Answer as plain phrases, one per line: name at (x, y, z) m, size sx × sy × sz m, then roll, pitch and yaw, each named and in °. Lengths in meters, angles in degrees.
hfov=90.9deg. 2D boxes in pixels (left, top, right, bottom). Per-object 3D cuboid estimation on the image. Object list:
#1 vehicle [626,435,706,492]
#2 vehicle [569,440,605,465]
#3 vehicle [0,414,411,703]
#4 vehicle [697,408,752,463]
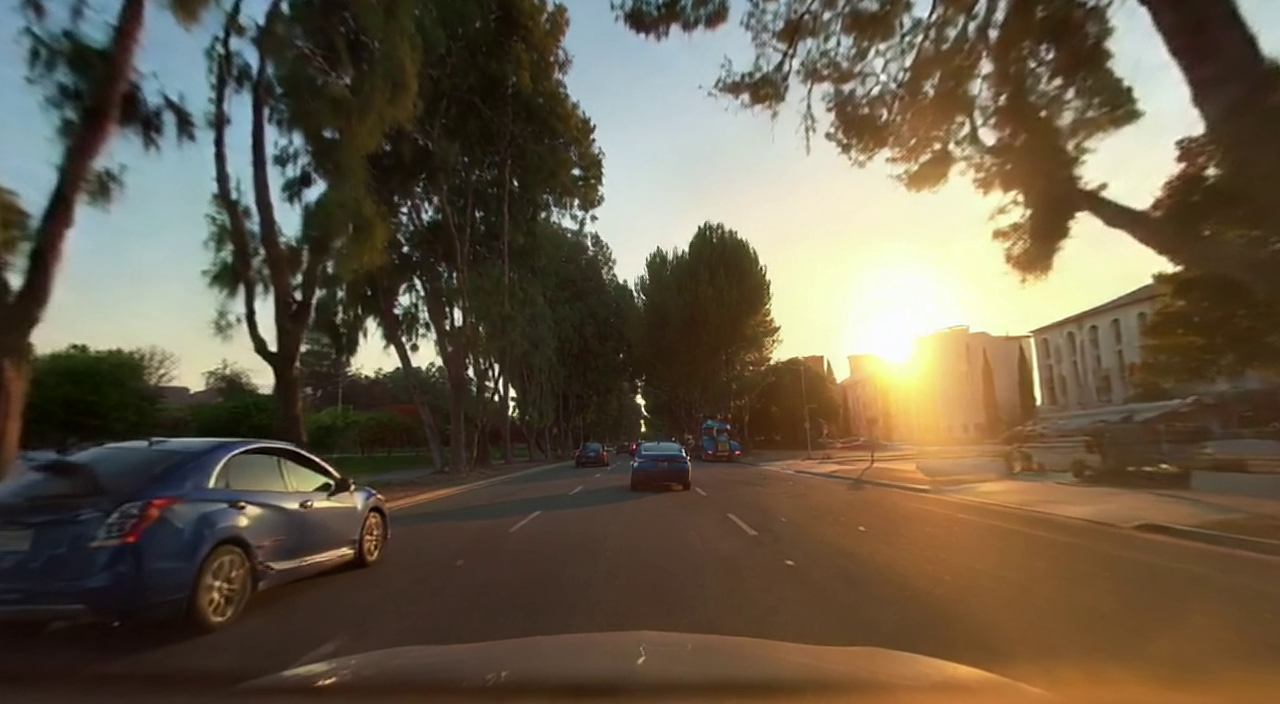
vehicle at (0.646, 3.218, 18.491) m, size 2.086 × 1.466 × 4.026 m, roll 0°, pitch -8°, yaw -1°
vehicle at (-3.630, 6.953, 43.911) m, size 2.062 × 1.641 × 4.193 m, roll 0°, pitch -8°, yaw 1°
vehicle at (-3.994, 1.433, 5.670) m, size 2.003 × 1.507 × 4.808 m, roll 0°, pitch -8°, yaw 1°
vehicle at (6.226, 6.450, 48.282) m, size 2.867 × 3.600 × 11.047 m, roll -1°, pitch -8°, yaw 1°
